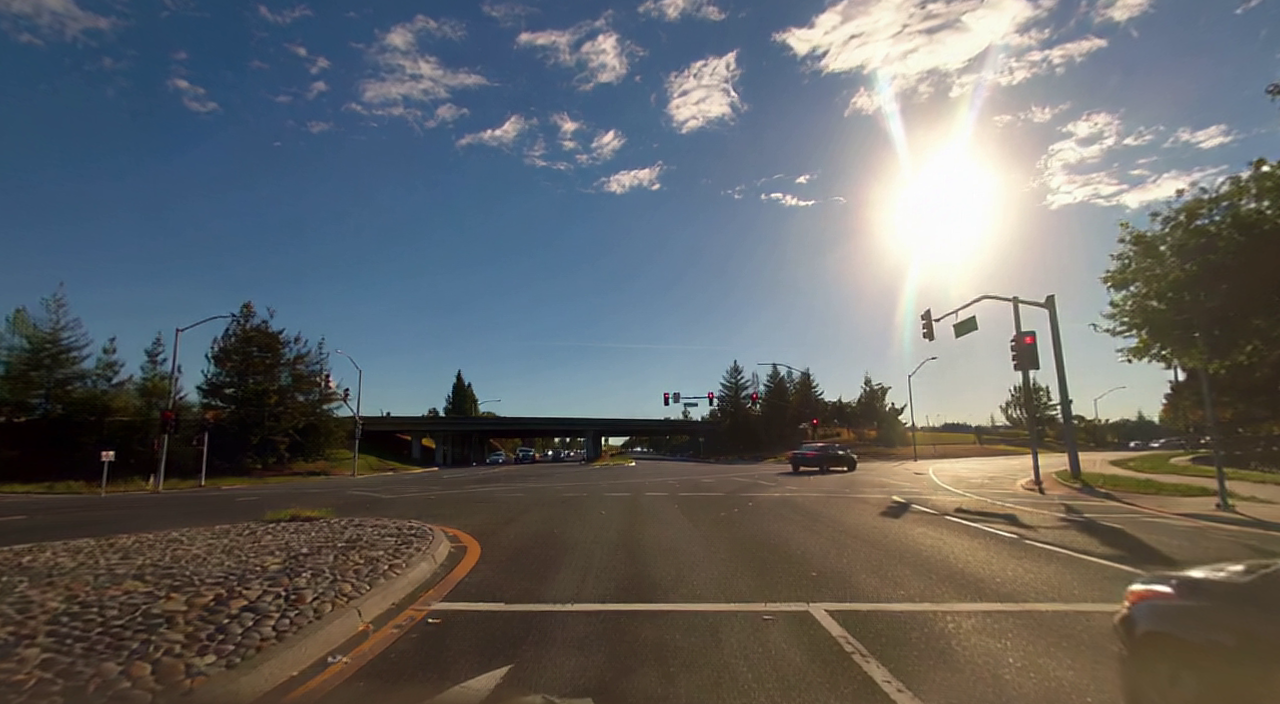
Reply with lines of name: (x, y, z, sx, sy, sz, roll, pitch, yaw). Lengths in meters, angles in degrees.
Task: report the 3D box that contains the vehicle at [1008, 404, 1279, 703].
vehicle: (2.802, 0.715, 0.804, 1.909, 1.425, 4.521, 0, -9, 0)
